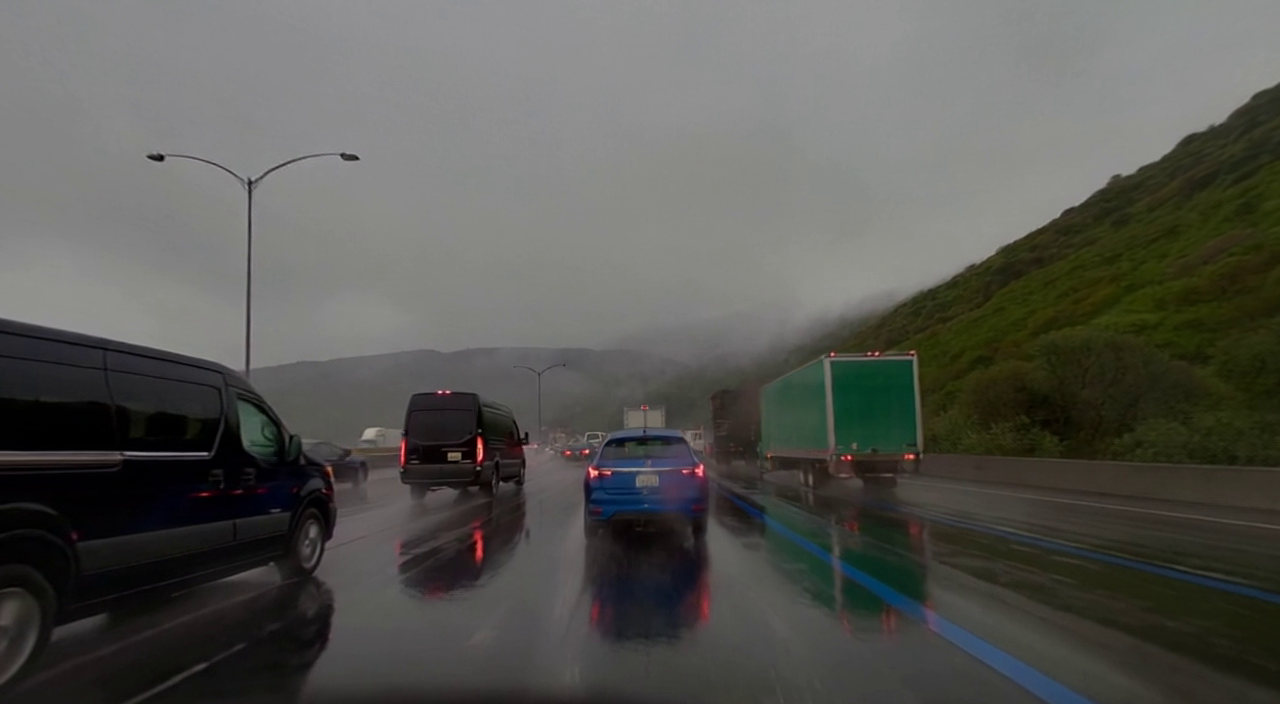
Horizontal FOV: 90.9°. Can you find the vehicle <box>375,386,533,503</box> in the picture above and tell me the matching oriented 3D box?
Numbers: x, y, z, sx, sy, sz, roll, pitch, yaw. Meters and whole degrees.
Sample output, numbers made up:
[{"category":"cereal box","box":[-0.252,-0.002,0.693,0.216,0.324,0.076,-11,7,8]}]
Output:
[{"category":"vehicle","box":[-4.515,2.420,16.576,2.300,2.522,5.701,-1,-8,1]}]

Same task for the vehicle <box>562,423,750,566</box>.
[{"category":"vehicle","box":[0.120,1.811,8.754,2.003,1.499,3.930,0,-8,-2]}]

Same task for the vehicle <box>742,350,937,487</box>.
[{"category":"vehicle","box":[6.573,2.679,23.533,2.977,3.878,11.111,0,-8,-3]}]

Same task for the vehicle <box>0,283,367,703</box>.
[{"category":"vehicle","box":[-4.257,0.909,4.423,2.195,2.086,5.445,0,-8,0]}]
